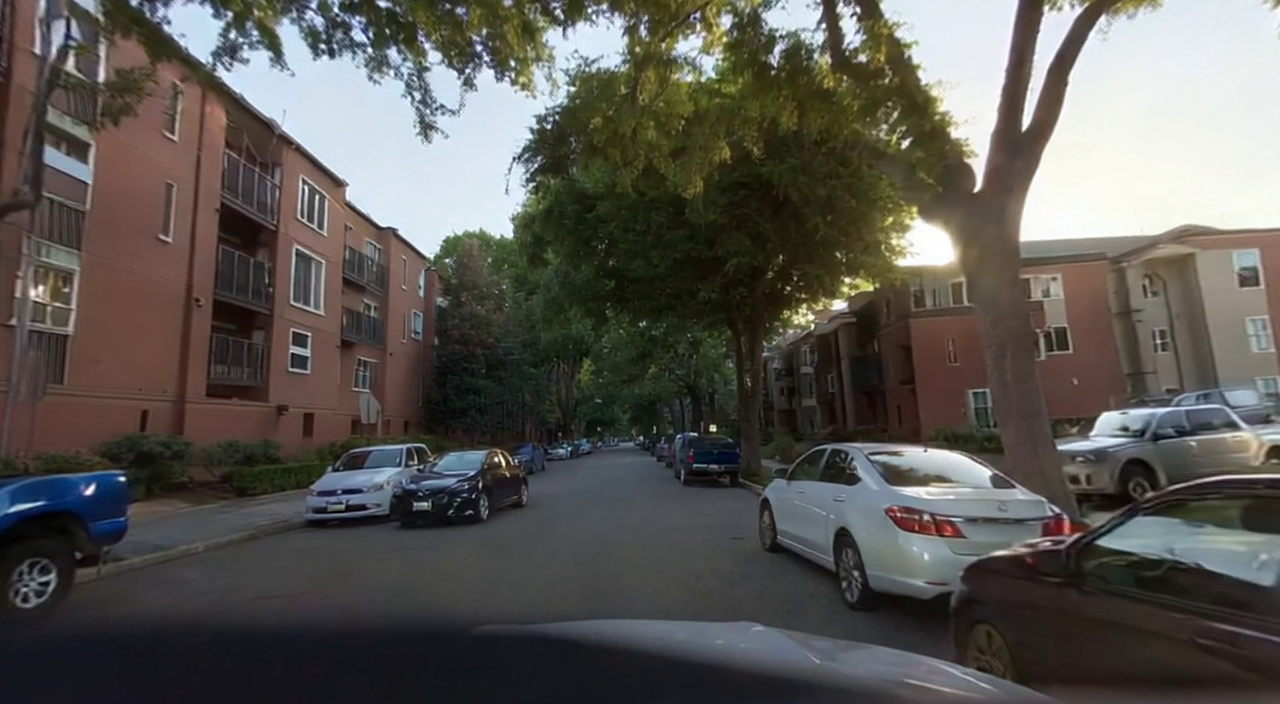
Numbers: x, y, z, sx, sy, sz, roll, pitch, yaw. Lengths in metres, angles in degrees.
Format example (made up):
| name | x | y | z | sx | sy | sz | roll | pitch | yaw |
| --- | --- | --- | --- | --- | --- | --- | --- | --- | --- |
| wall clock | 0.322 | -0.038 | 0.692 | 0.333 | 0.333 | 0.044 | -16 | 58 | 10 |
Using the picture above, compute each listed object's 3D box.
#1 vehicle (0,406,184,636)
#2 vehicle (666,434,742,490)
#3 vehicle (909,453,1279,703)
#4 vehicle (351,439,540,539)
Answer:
| name | x | y | z | sx | sy | sz | roll | pitch | yaw |
| --- | --- | --- | --- | --- | --- | --- | --- | --- | --- |
| vehicle | -6.429 | 1.337 | 4.317 | 2.308 | 1.877 | 6.060 | -4 | -8 | -2 |
| vehicle | 1.991 | 3.587 | 20.946 | 1.878 | 1.664 | 4.033 | 0 | -8 | -3 |
| vehicle | 2.488 | 0.940 | 1.487 | 1.720 | 1.333 | 4.233 | 0 | -8 | -2 |
| vehicle | -3.364 | 2.437 | 12.011 | 1.966 | 1.515 | 4.394 | -1 | -8 | 3 |
